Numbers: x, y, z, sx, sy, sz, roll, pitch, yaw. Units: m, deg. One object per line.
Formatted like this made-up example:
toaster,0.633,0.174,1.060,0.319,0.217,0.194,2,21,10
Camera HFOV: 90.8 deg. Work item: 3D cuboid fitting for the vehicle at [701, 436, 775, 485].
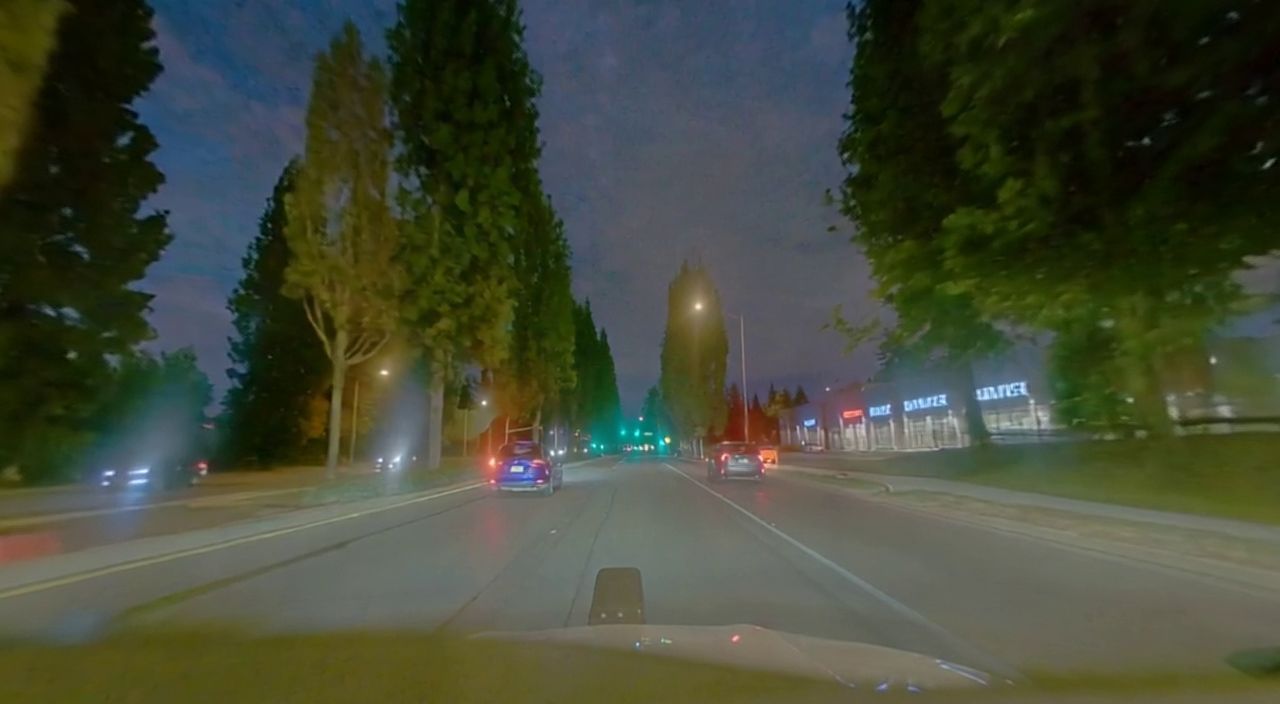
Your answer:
vehicle,3.875,4.405,25.903,2.159,1.793,4.735,0,-9,-1

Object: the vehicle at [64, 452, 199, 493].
vehicle,-21.956,5.171,27.602,1.996,1.605,4.671,0,-9,0

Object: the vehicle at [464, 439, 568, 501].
vehicle,-3.225,3.184,17.323,2.020,1.474,4.098,0,-9,0
